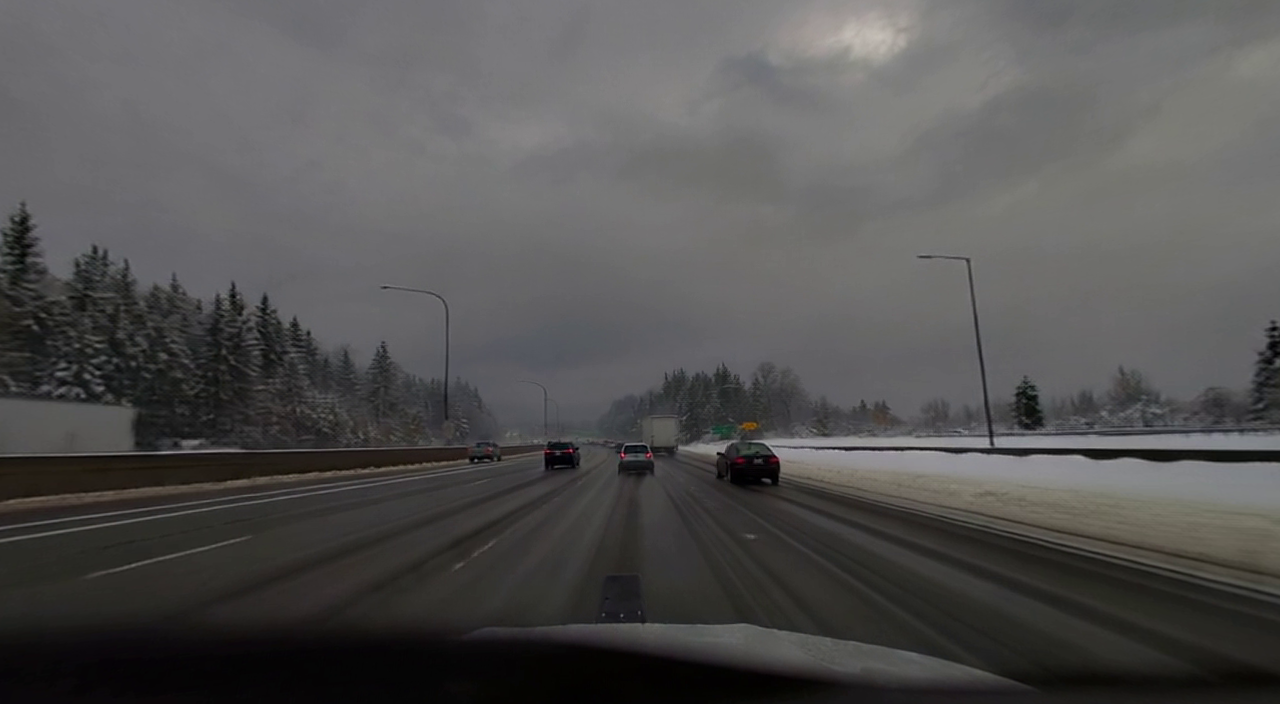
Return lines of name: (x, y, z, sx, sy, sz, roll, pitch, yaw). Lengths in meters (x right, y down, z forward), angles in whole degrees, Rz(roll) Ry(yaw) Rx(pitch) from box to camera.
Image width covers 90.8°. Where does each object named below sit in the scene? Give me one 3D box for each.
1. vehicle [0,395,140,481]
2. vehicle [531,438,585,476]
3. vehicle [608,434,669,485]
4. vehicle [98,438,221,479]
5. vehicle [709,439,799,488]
vehicle: (-30.804, 3.853, 28.334, 3.101, 3.887, 16.562, 0, -8, 1)
vehicle: (-3.951, 5.110, 31.107, 1.988, 1.696, 4.754, 0, -8, 0)
vehicle: (-0.074, 4.024, 23.962, 2.103, 1.717, 4.399, 0, -8, 0)
vehicle: (-19.354, 4.292, 25.681, 2.084, 1.519, 3.662, 0, -8, 0)
vehicle: (3.778, 3.794, 21.917, 2.146, 1.482, 4.665, 0, -8, -2)
